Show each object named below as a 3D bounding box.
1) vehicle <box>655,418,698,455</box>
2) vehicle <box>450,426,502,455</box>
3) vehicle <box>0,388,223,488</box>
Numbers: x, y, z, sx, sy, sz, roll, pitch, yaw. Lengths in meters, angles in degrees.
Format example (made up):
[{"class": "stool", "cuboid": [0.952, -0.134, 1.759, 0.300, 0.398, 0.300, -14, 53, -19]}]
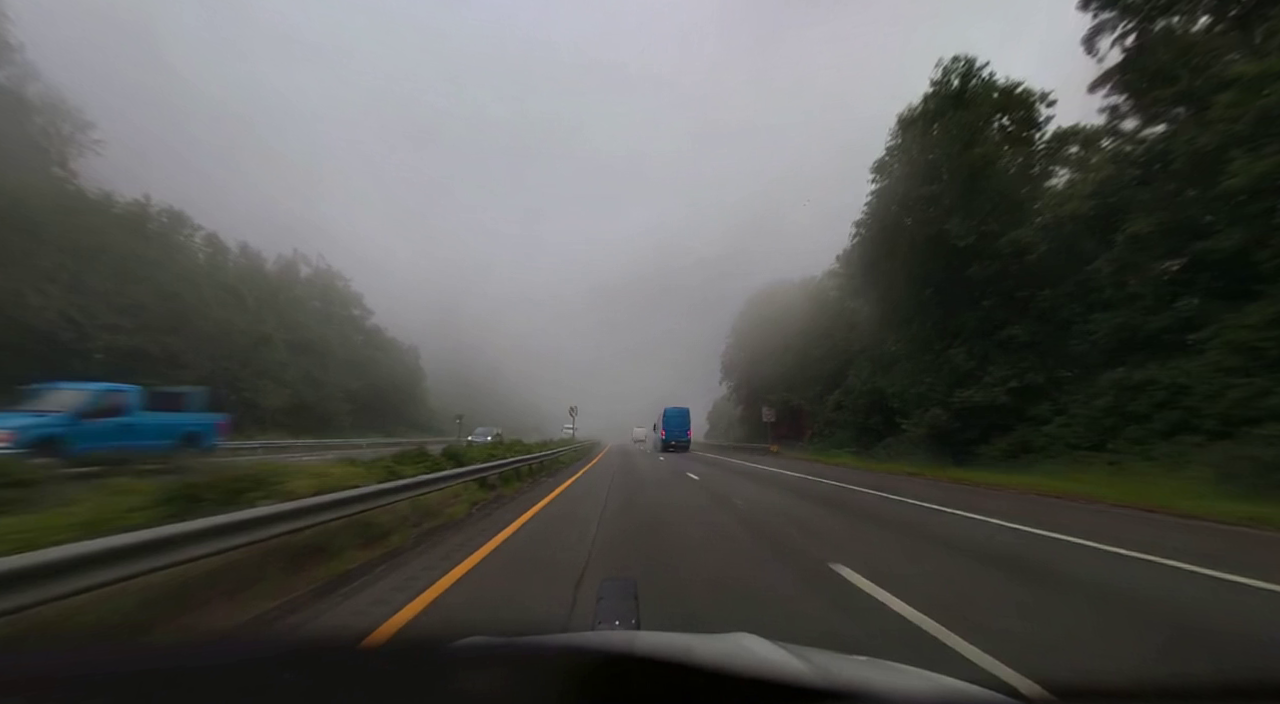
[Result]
[{"class": "vehicle", "cuboid": [2.639, 6.378, 47.646, 2.570, 2.596, 6.082, 0, -8, -3]}, {"class": "vehicle", "cuboid": [-9.345, 5.081, 36.148, 1.908, 1.543, 4.174, 0, -8, -1]}, {"class": "vehicle", "cuboid": [-13.538, 2.149, 15.782, 2.217, 2.018, 5.924, 0, -8, -1]}]
